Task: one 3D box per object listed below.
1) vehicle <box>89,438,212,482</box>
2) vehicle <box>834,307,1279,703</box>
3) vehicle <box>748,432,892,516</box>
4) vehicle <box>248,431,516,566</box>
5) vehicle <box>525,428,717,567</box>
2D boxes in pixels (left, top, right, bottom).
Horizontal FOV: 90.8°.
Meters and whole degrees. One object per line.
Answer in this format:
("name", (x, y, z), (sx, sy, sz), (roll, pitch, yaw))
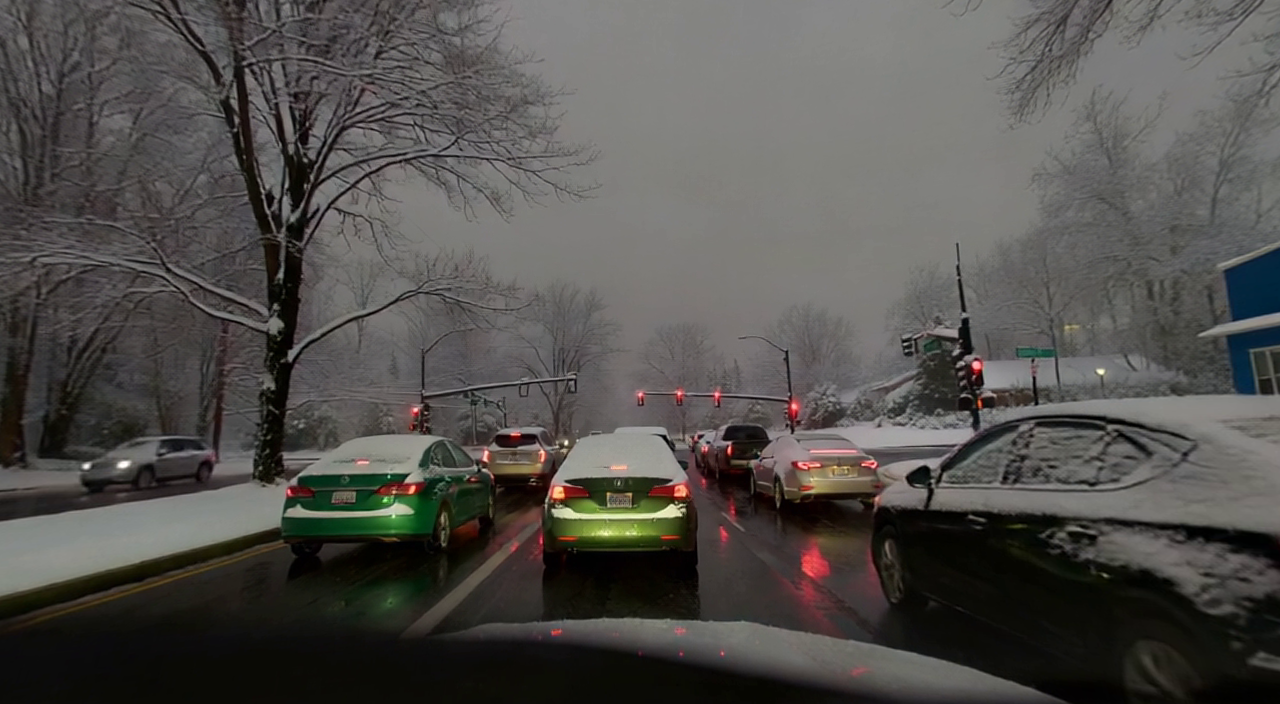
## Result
("vehicle", (-21.177, 4.661, 27.575), (2.132, 1.724, 4.001), (0, -8, 0))
("vehicle", (2.998, 0.958, 3.573), (2.196, 1.676, 4.865), (0, -8, -1))
("vehicle", (3.558, 2.471, 13.289), (1.880, 1.476, 3.932), (0, -8, 1))
("vehicle", (-3.207, 1.891, 8.949), (1.917, 1.441, 4.128), (-1, -8, 2))
("vehicle", (-0.209, 1.836, 8.714), (2.041, 1.450, 3.847), (0, -8, 0))
